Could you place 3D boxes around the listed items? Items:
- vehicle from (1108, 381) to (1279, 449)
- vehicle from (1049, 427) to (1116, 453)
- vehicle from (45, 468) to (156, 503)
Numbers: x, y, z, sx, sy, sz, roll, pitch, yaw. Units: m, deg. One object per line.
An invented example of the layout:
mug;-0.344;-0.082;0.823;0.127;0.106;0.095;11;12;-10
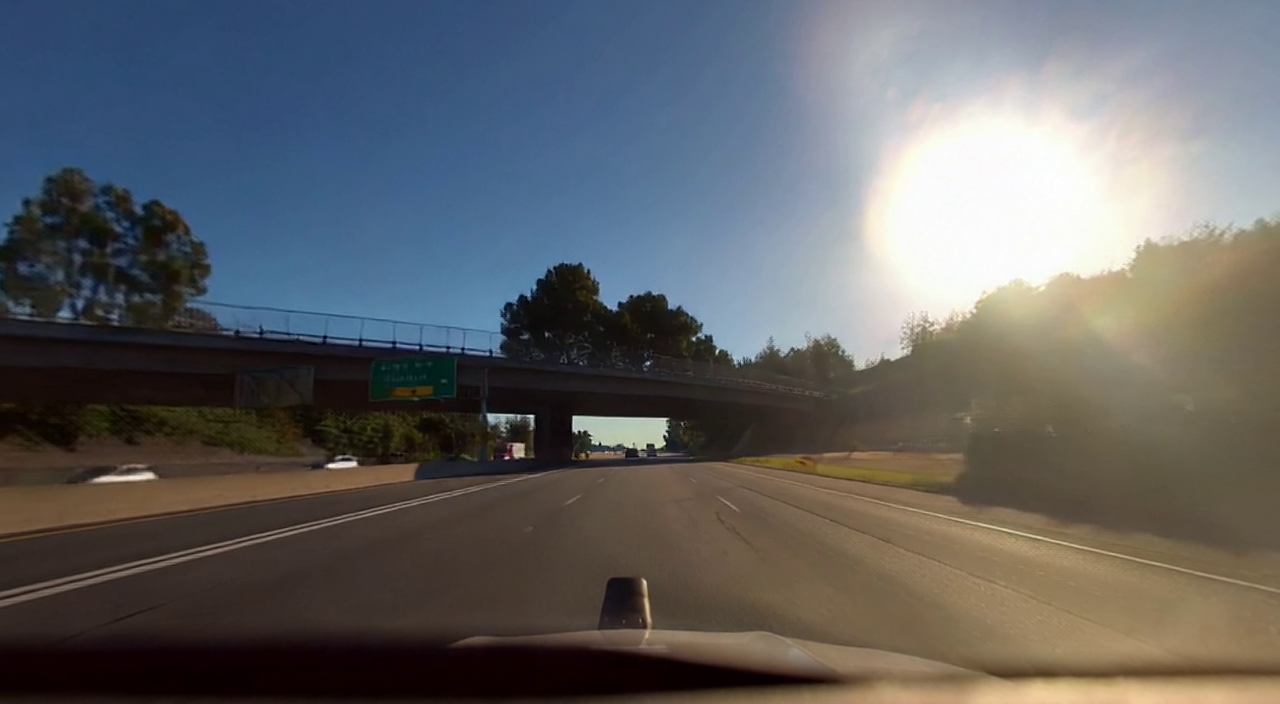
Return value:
vehicle;39.011;4.492;42.383;2.876;4.046;13.881;1;-9;-8
vehicle;33.529;6.719;47.845;2.038;1.823;3.744;1;-9;-9
vehicle;-28.453;7.004;33.434;1.772;1.575;4.542;0;-9;1
